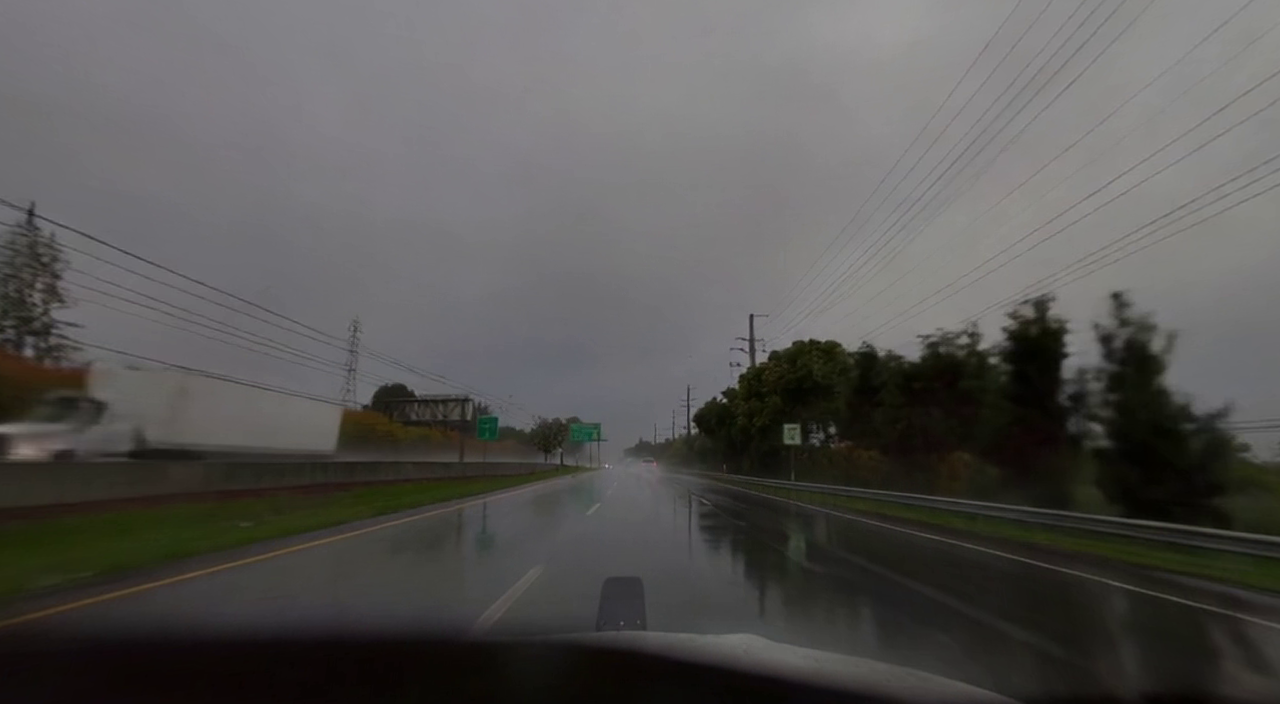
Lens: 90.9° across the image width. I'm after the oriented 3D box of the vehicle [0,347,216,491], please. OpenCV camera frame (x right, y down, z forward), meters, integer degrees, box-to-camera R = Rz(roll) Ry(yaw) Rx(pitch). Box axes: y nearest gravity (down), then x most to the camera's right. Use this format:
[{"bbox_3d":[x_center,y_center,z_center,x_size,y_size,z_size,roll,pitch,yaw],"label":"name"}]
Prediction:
[{"bbox_3d":[-17.130,2.311,20.059,2.964,3.921,5.816,1,-10,-1],"label":"vehicle"}]
